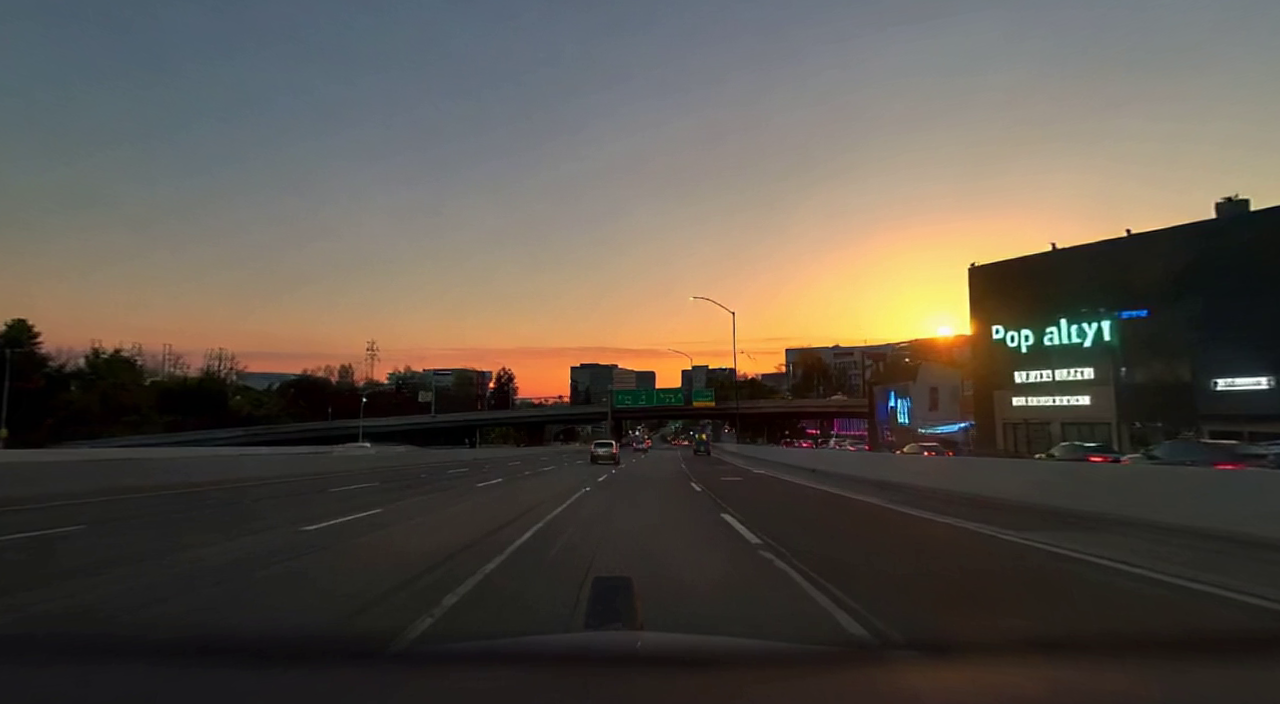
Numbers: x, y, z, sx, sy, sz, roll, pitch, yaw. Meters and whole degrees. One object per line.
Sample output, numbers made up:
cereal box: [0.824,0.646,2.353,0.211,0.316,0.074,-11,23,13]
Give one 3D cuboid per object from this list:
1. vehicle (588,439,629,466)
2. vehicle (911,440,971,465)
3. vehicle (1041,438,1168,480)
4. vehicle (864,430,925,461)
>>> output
vehicle: [-1.829,5.986,37.751,1.982,1.516,4.327,-1,-8,3]
vehicle: [18.700,6.258,39.448,1.796,1.470,4.352,-1,-8,3]
vehicle: [18.094,4.174,24.916,1.799,1.498,4.308,0,-8,2]
vehicle: [19.167,7.105,47.918,2.367,2.187,5.862,0,-8,2]
